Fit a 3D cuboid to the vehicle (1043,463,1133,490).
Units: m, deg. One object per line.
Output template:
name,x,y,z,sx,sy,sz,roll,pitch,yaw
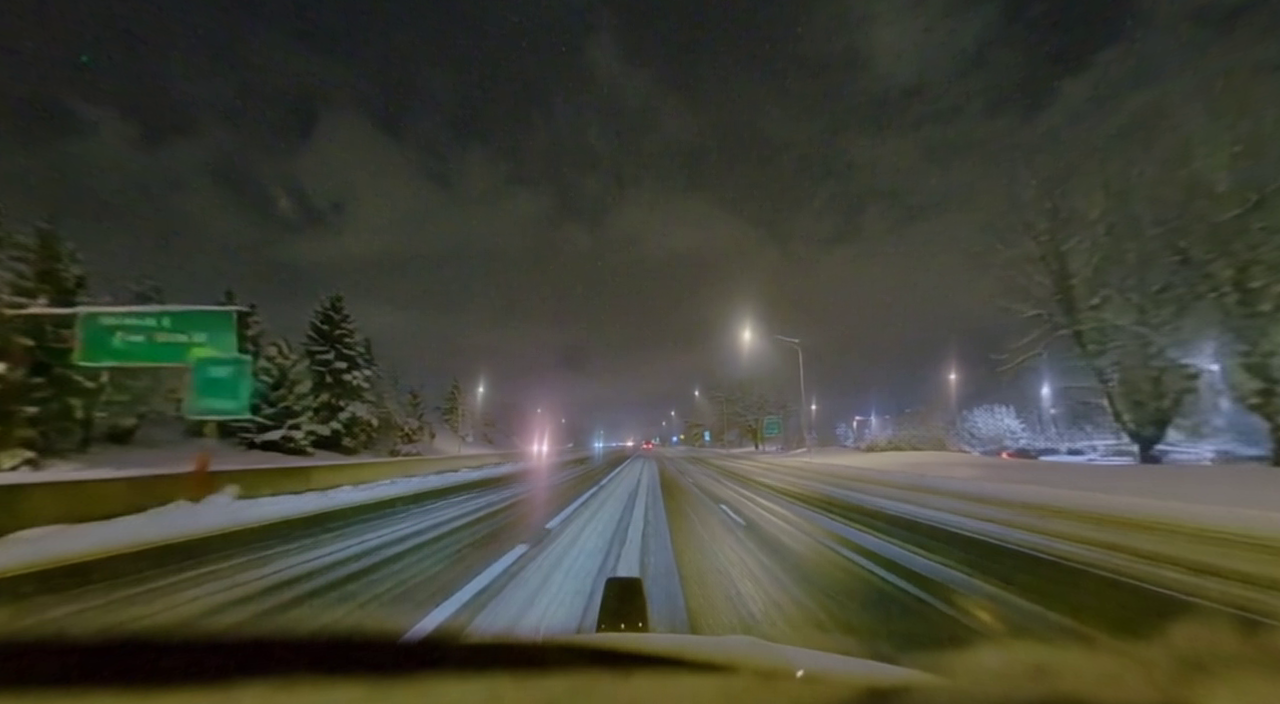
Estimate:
vehicle,26.929,7.479,37.992,4.085,1.445,1.752,-1,-8,-3
